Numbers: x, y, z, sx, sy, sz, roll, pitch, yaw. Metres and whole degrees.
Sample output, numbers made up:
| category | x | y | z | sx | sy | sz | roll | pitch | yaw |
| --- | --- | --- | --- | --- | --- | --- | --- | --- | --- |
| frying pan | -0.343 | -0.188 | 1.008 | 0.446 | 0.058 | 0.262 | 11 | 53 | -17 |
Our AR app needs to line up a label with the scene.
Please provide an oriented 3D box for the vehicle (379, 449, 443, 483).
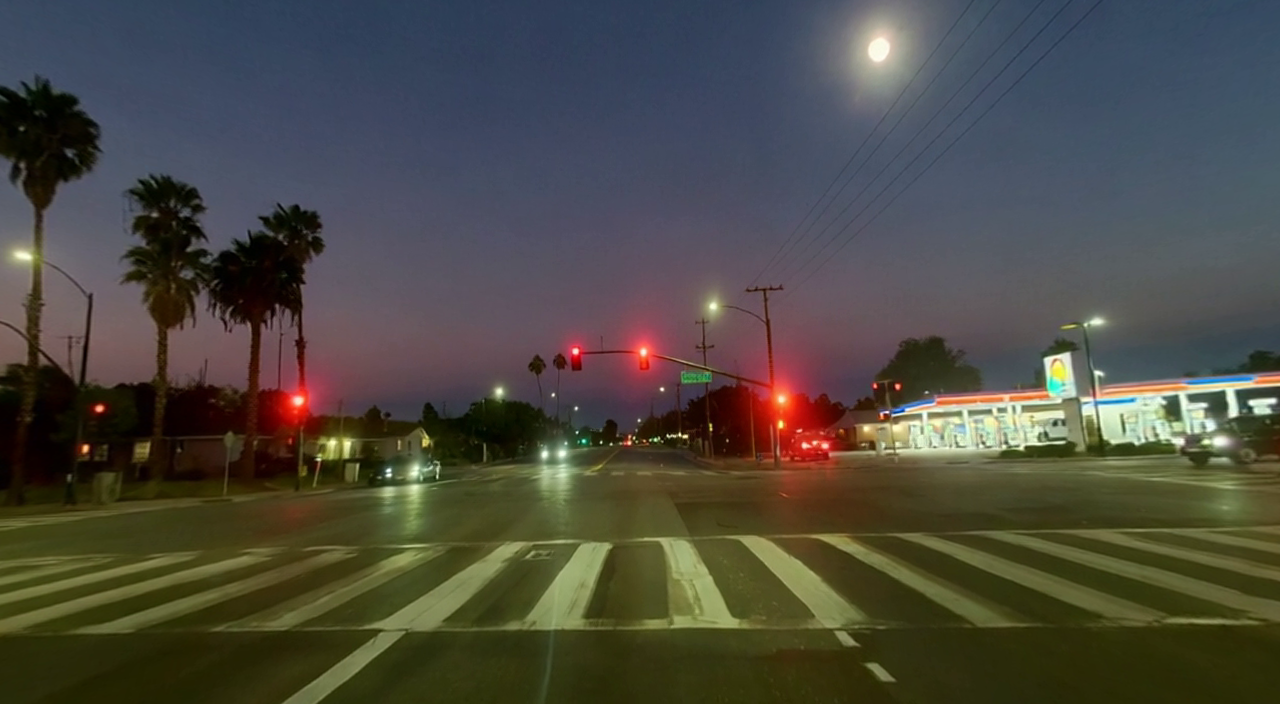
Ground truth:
| category | x | y | z | sx | sy | sz | roll | pitch | yaw |
| --- | --- | --- | --- | --- | --- | --- | --- | --- | --- |
| vehicle | -13.031 | 6.473 | 36.252 | 2.009 | 1.777 | 4.559 | 0 | -9 | -1 |

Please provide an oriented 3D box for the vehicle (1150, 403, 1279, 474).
| category | x | y | z | sx | sy | sz | roll | pitch | yaw |
| --- | --- | --- | --- | --- | --- | --- | --- | --- | --- |
| vehicle | 17.509 | 2.407 | 17.539 | 5.086 | 1.817 | 1.952 | 0 | -9 | -5 |

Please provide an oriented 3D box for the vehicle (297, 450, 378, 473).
| category | x | y | z | sx | sy | sz | roll | pitch | yaw |
| --- | --- | --- | --- | --- | --- | --- | --- | --- | --- |
| vehicle | -20.922 | 7.586 | 43.863 | 4.672 | 1.469 | 1.816 | 0 | -9 | -2 |
